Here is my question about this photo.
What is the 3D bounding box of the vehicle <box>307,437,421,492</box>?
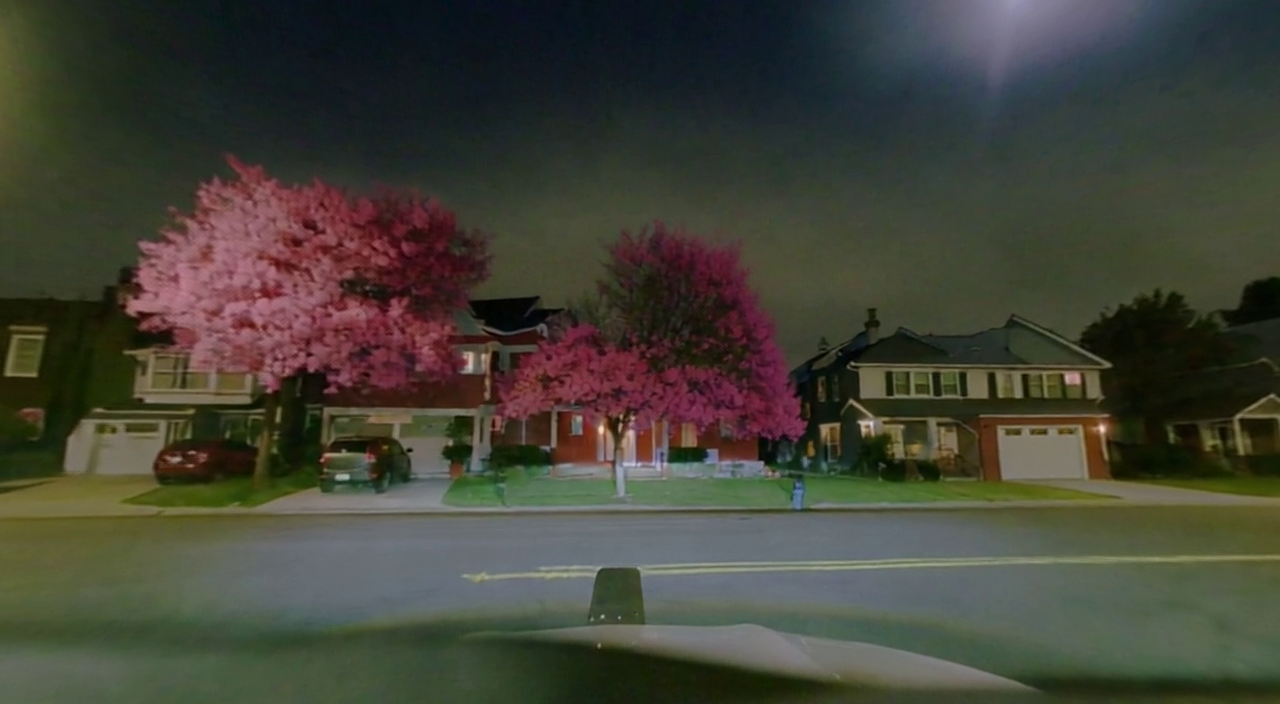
[{"bbox_3d":[-8.329,3.409,19.473,1.968,1.491,4.486,1,-9,-7],"label":"vehicle"}]
